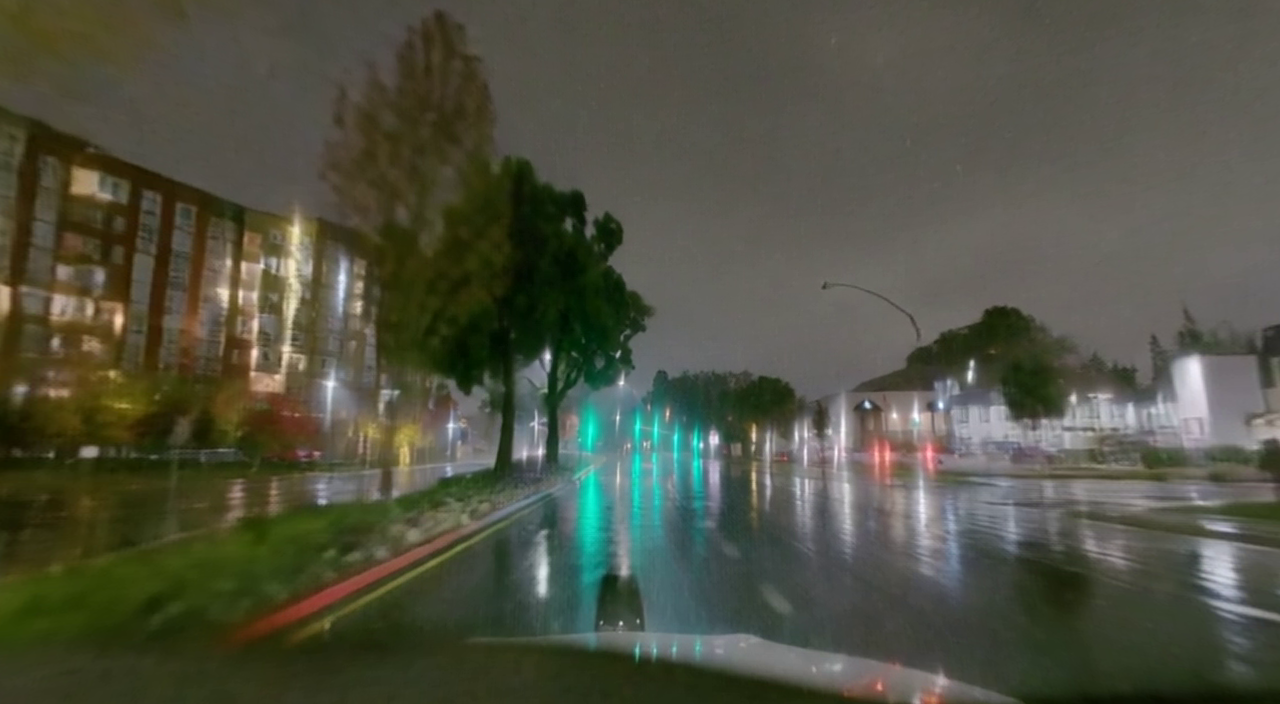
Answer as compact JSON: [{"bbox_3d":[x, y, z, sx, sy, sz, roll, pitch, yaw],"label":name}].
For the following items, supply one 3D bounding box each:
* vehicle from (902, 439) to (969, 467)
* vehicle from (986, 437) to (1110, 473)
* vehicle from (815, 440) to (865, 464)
[{"bbox_3d":[18.719,6.456,40.302,1.947,1.667,4.347,1,-9,-3],"label":"vehicle"},{"bbox_3d":[20.160,5.122,31.380,4.661,1.710,2.127,0,-9,-1],"label":"vehicle"},{"bbox_3d":[15.421,7.735,48.936,2.006,1.683,4.643,1,-9,-4],"label":"vehicle"}]
